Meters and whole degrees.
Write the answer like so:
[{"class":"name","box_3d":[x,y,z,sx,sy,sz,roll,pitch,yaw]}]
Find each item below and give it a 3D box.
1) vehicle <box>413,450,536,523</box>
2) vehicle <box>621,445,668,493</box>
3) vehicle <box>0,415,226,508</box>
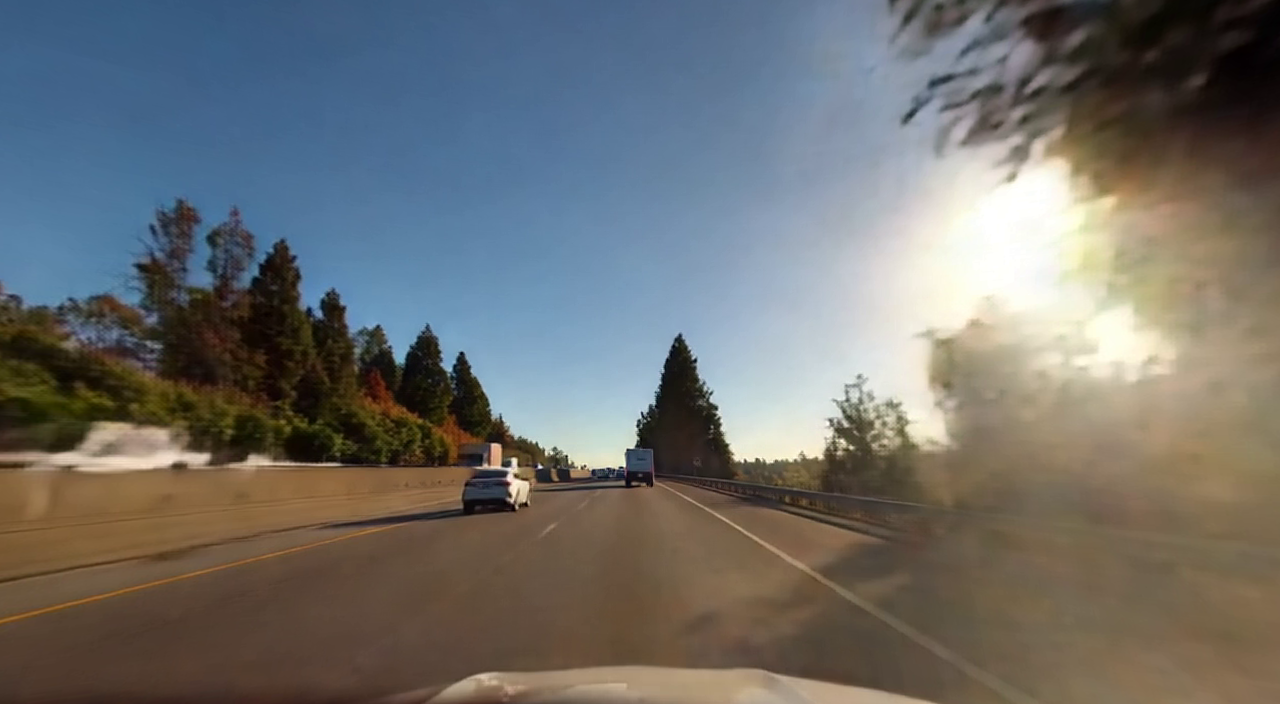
[{"class":"vehicle","box_3d":[-4.133,3.462,16.500,2.100,1.605,3.883,1,-11,0]},{"class":"vehicle","box_3d":[0.176,6.841,36.800,2.482,2.549,5.447,1,-11,-2]},{"class":"vehicle","box_3d":[-12.190,2.518,14.421,2.034,1.743,4.889,1,-11,0]}]
